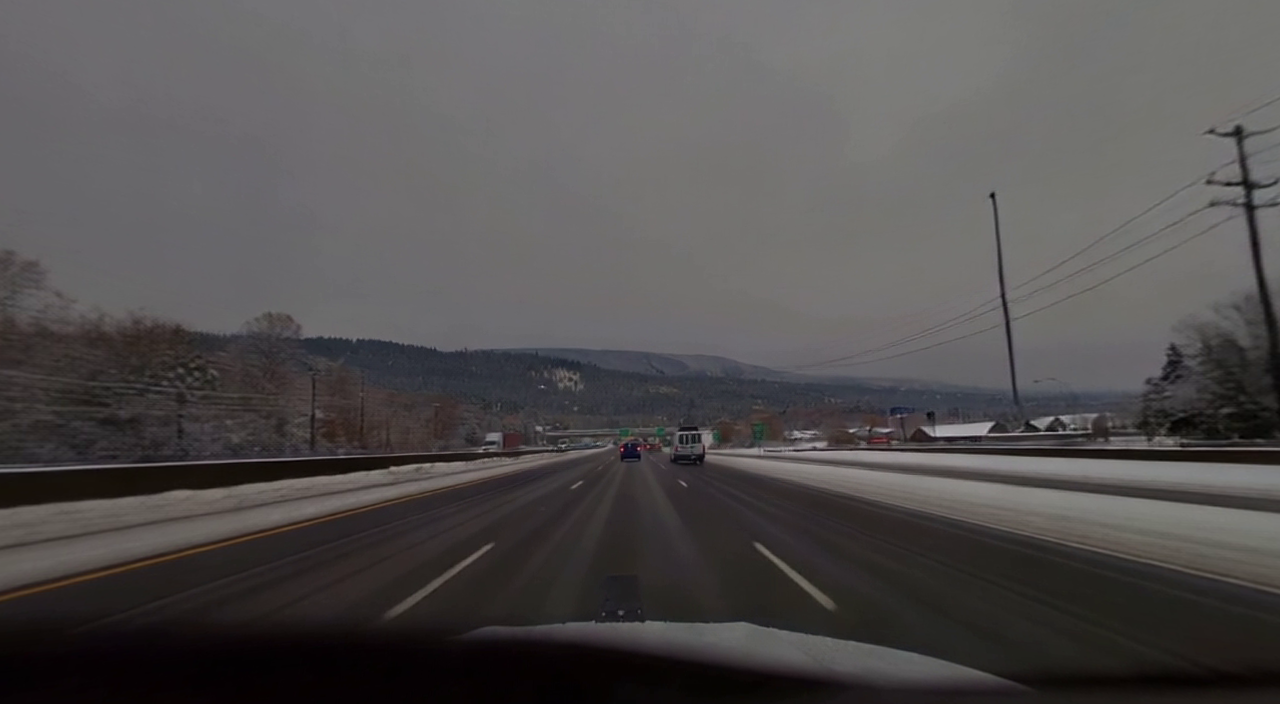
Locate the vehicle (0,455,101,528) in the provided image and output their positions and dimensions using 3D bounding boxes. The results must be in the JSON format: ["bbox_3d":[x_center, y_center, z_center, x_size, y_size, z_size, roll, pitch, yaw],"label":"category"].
[{"bbox_3d":[-13.965,2.869,12.955,1.894,1.454,4.454,0,-9,0],"label":"vehicle"}]

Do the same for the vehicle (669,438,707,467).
[{"bbox_3d":[3.164,6.787,42.742,2.036,1.796,4.470,0,-9,-2],"label":"vehicle"}]

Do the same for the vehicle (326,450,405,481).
[{"bbox_3d":[-14.006,5.806,32.603,2.039,1.493,4.548,0,-9,0],"label":"vehicle"}]

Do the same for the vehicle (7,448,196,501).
[{"bbox_3d":[-21.539,4.885,25.828,2.345,1.875,6.106,0,-9,0],"label":"vehicle"}]

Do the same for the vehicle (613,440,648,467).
[{"bbox_3d":[-0.668,6.966,43.432,2.325,1.712,4.592,0,-9,-1],"label":"vehicle"}]

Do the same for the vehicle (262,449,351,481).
[{"bbox_3d":[-17.626,5.963,33.685,2.189,1.592,4.632,0,-9,0],"label":"vehicle"}]
